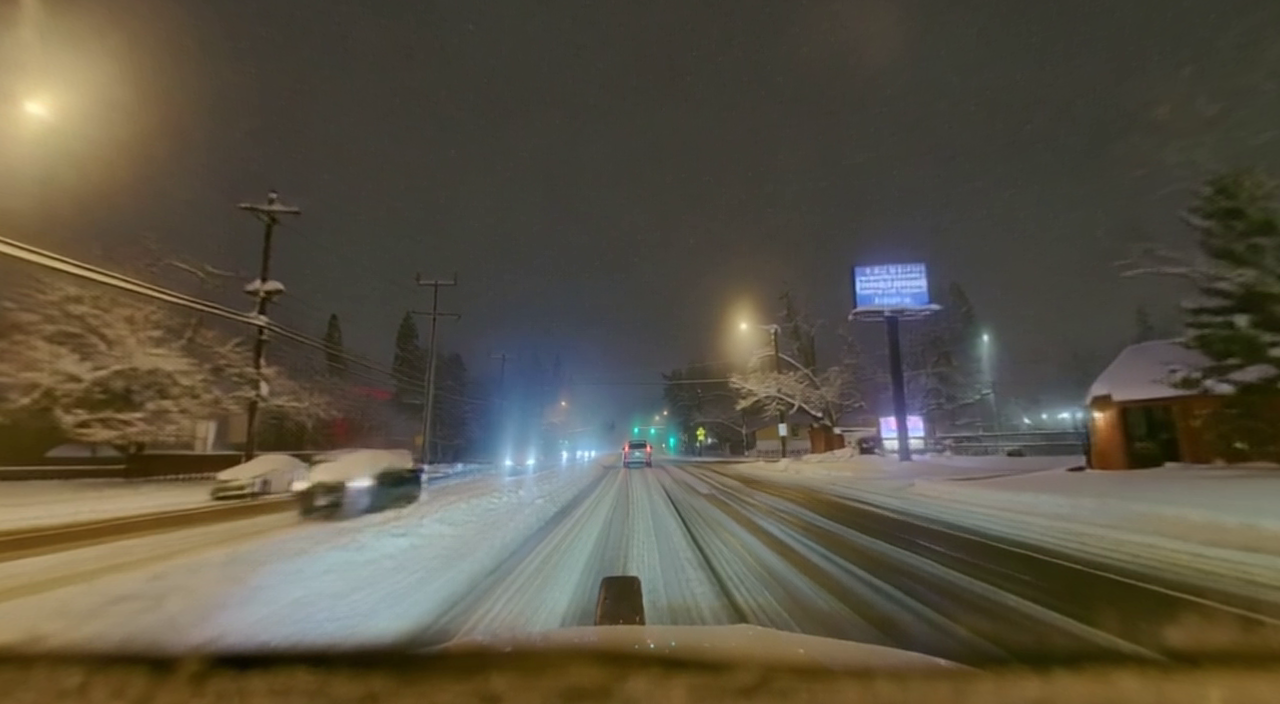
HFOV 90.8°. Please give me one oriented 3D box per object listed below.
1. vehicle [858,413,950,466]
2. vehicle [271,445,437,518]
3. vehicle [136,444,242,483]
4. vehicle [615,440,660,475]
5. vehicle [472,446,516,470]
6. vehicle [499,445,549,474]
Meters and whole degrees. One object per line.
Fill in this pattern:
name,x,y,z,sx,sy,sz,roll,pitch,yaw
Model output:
vehicle,13.937,4.707,33.903,2.449,2.564,5.877,0,-8,1
vehicle,-6.520,2.950,15.014,1.930,1.450,4.234,0,-8,0
vehicle,-20.881,5.140,29.517,1.911,1.663,4.115,0,-8,0
vehicle,-0.118,5.201,31.394,2.067,1.547,4.513,0,-8,0
vehicle,-9.972,7.215,43.396,2.073,1.533,4.020,0,-8,0
vehicle,-6.298,5.873,34.769,1.923,1.472,4.342,0,-8,0
